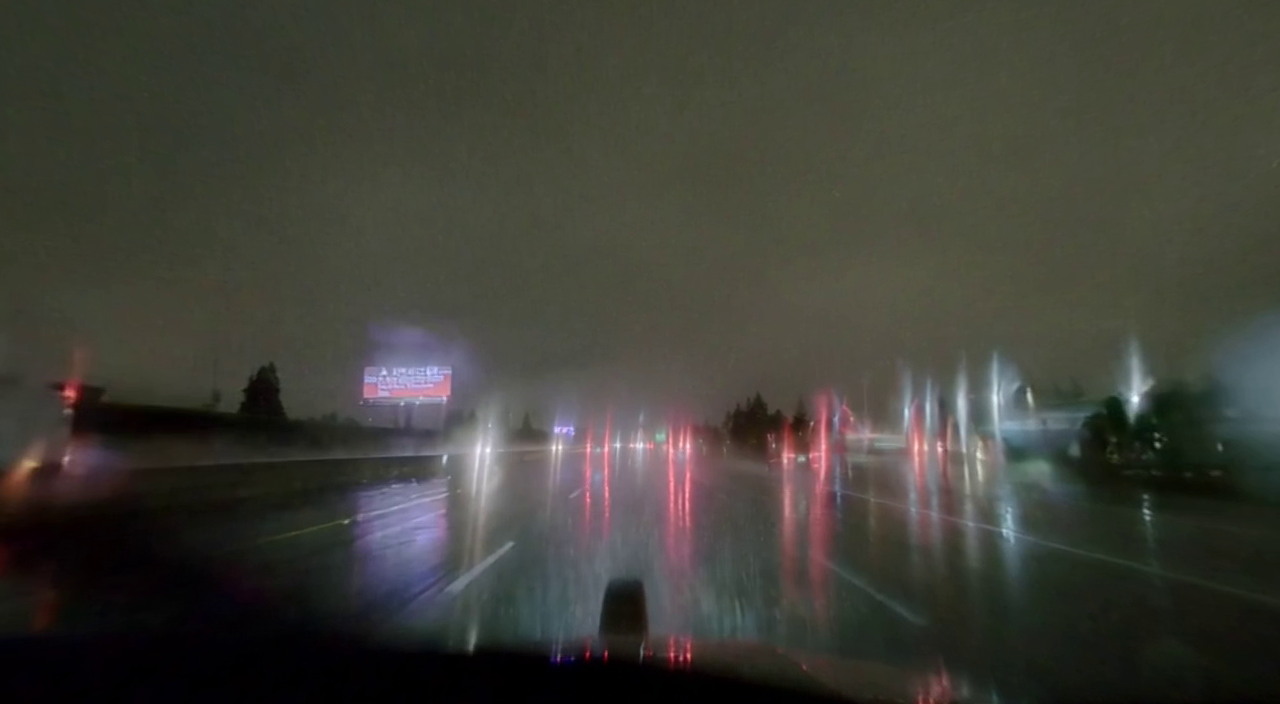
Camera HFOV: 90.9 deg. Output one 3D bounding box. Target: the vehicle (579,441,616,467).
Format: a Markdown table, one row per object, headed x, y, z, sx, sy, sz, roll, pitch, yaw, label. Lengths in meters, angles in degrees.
| x | y | z | sx | sy | sz | roll | pitch | yaw | label |
| --- | --- | --- | --- | --- | --- | --- | --- | --- | --- |
| -2.969 | 7.208 | 44.714 | 2.319 | 1.738 | 4.355 | 0 | -8 | 0 | vehicle |
